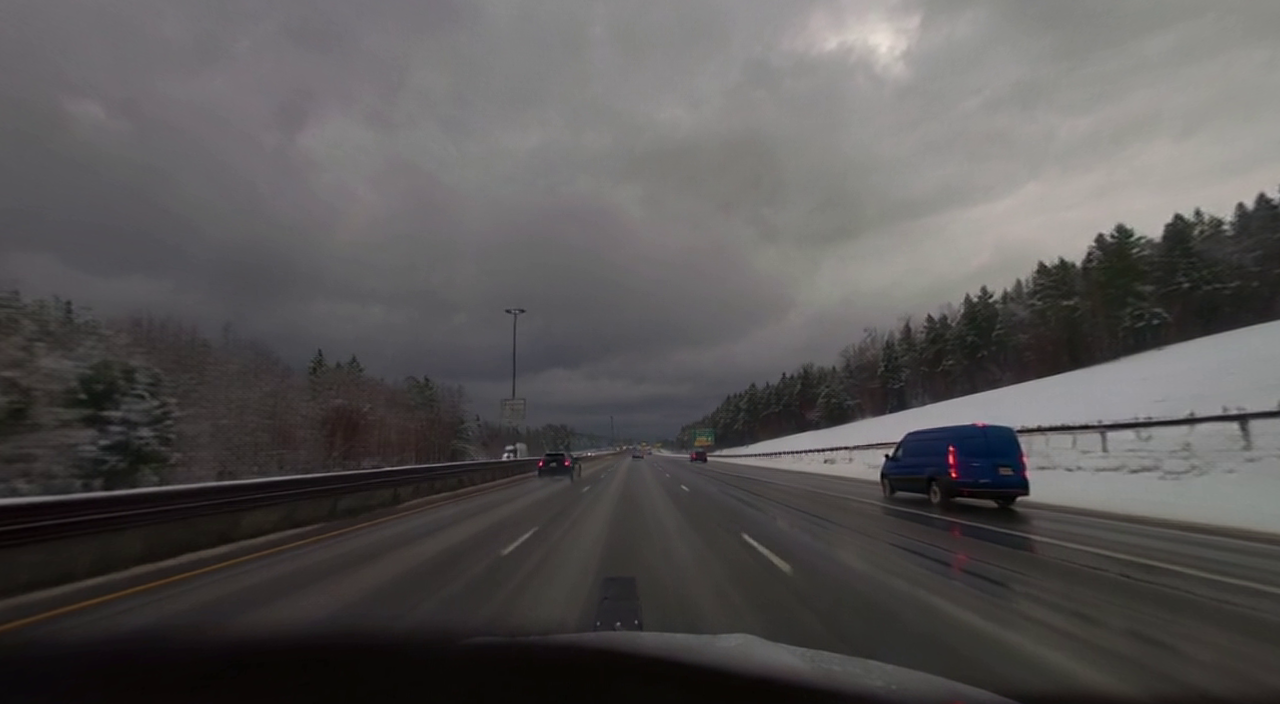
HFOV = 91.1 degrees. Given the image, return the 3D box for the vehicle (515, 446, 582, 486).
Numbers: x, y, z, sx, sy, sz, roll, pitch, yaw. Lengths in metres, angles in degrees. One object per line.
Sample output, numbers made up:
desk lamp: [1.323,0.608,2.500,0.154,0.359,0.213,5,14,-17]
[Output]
vehicle: [-3.783,4.776,26.718,2.160,1.530,4.500,0,-9,0]

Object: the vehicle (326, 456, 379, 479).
vehicle: [-18.558,7.449,40.712,1.711,1.394,3.590,0,-9,0]

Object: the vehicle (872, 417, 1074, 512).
vehicle: [7.805,2.712,15.528,2.133,1.933,4.986,0,-9,-1]

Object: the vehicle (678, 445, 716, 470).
vehicle: [3.955,7.433,44.409,2.069,1.625,4.832,0,-9,-1]
